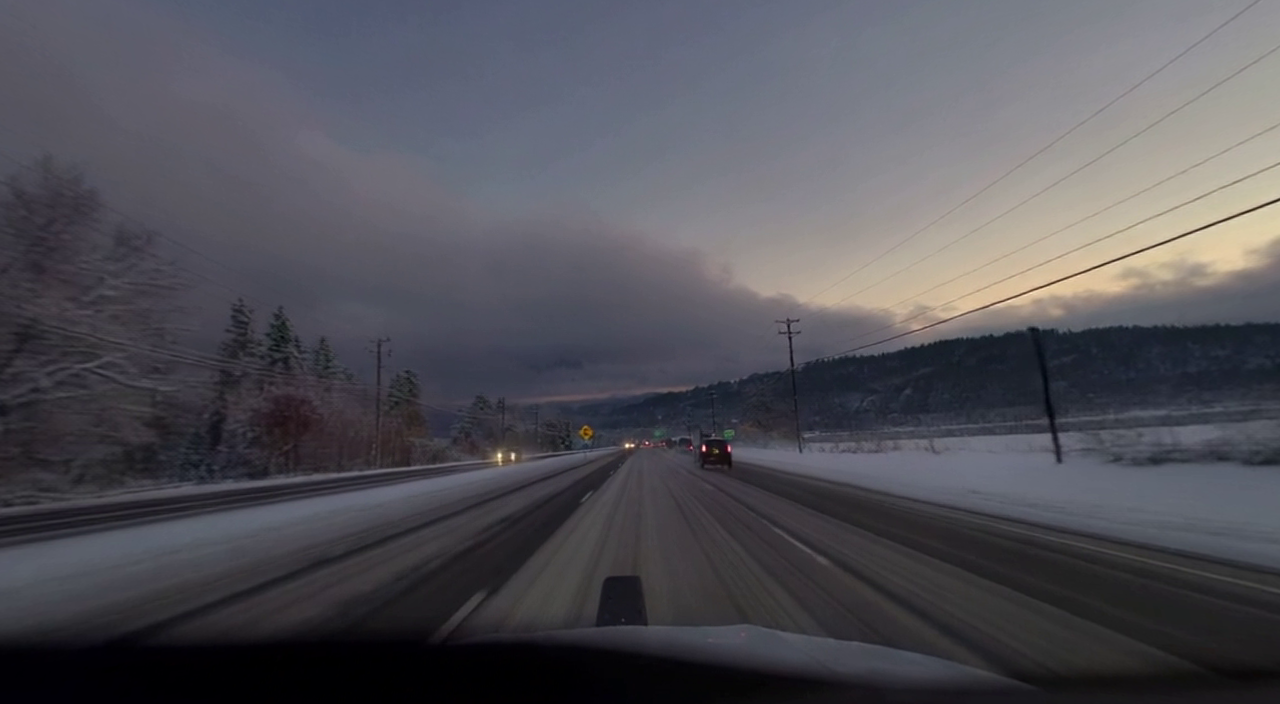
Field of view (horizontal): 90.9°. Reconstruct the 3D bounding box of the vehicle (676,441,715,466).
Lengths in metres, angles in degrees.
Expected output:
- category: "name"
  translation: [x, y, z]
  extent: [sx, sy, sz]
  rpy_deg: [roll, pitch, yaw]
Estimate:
- category: "vehicle"
  translation: [3.561, 6.591, 41.302]
  extent: [2.148, 1.538, 4.430]
  rpy_deg: [0, -8, 0]
